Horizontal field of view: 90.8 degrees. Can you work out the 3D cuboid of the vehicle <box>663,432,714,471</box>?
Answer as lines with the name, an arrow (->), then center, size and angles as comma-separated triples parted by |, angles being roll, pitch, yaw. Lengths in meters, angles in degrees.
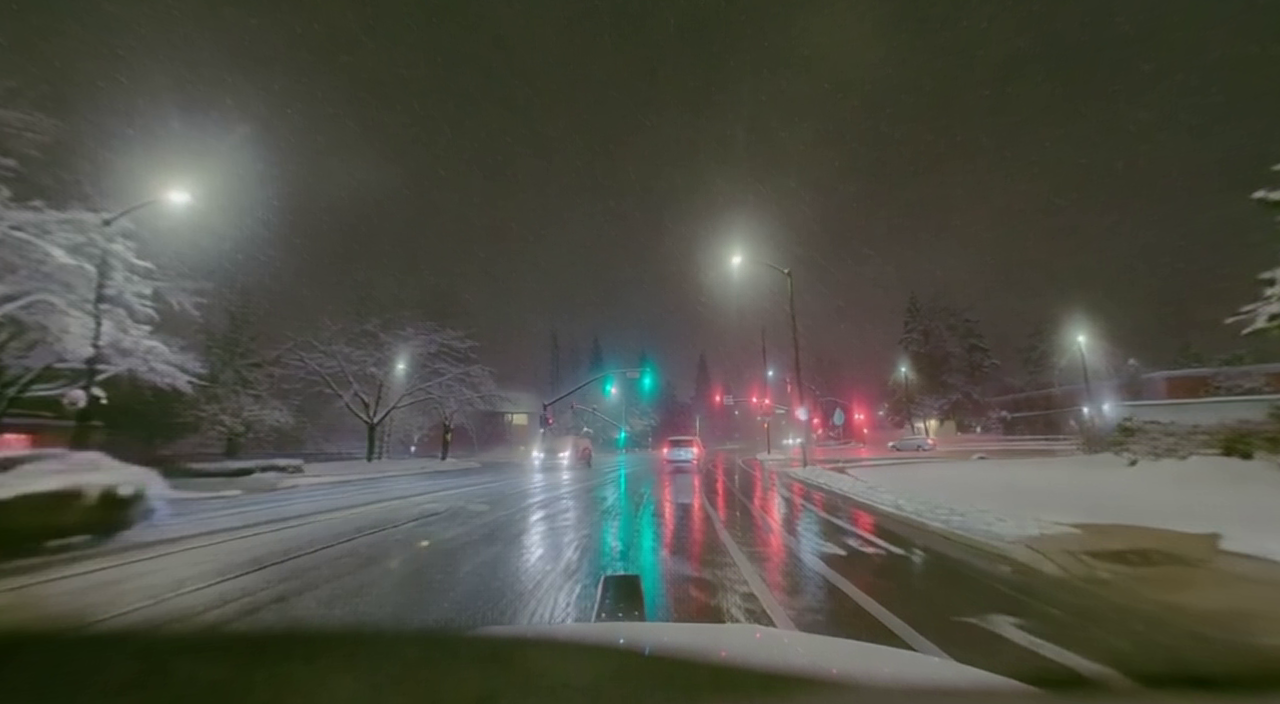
vehicle -> 2.578, 5.088, 32.516 | 2.230, 1.827, 4.298 | -1, -8, 10

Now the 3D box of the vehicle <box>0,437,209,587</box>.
vehicle -> -7.373, 1.677, 6.846 | 1.939, 1.484, 4.645 | 0, -8, 3

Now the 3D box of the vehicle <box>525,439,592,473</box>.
vehicle -> -4.296, 5.577, 34.318 | 2.183, 1.699, 4.974 | -2, -8, 11
